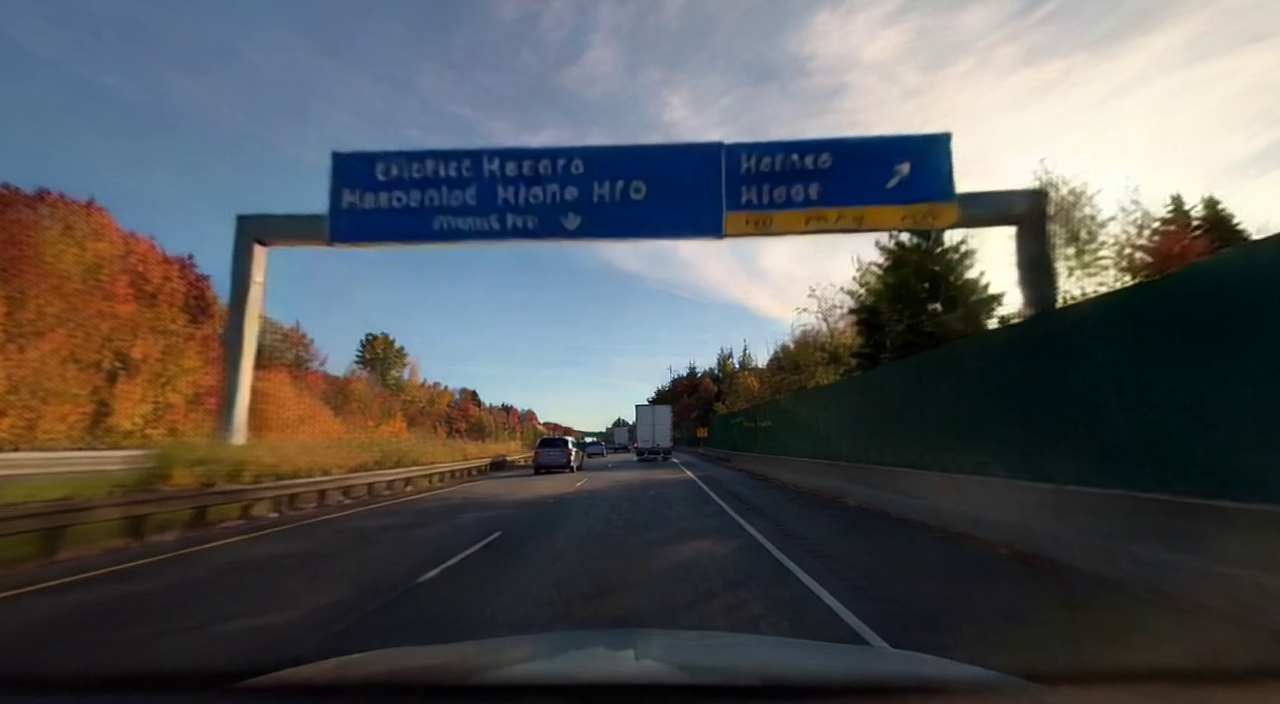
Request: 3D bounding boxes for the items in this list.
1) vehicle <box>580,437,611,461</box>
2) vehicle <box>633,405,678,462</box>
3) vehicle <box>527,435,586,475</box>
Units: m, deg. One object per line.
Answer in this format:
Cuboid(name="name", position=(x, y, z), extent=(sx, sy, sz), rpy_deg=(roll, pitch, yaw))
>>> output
Cuboid(name="vehicle", position=(-3.138, 6.962, 45.273), extent=(1.962, 1.575, 4.158), rpy_deg=(0, -8, 0))
Cuboid(name="vehicle", position=(1.090, 6.031, 46.327), extent=(2.933, 3.701, 10.425), rpy_deg=(0, -8, 1))
Cuboid(name="vehicle", position=(-3.524, 4.403, 27.185), extent=(1.927, 1.556, 3.921), rpy_deg=(0, -8, 1))
